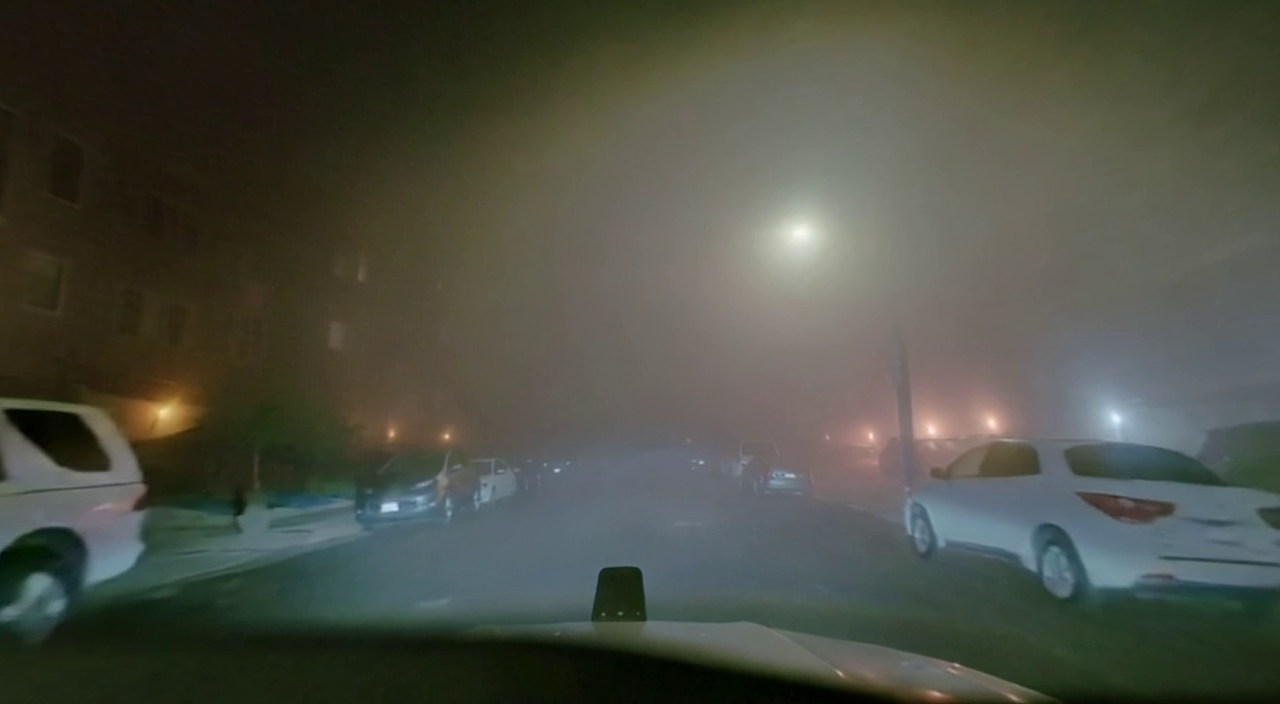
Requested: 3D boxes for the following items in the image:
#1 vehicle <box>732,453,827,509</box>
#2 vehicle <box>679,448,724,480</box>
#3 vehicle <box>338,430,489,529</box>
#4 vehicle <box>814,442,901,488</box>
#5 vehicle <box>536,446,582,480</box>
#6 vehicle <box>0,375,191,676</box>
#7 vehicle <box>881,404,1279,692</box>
[{"bbox_3d":[4.422,4.158,20.877,1.850,1.516,5.066,1,-8,-2],"label":"vehicle"},{"bbox_3d":[4.100,7.575,43.088,2.415,1.963,5.688,1,-8,-1],"label":"vehicle"},{"bbox_3d":[-4.836,2.807,14.224,2.007,1.861,4.101,0,-10,-2],"label":"vehicle"},{"bbox_3d":[9.601,4.976,28.350,2.125,1.716,4.672,0,-6,-1],"label":"vehicle"},{"bbox_3d":[-4.588,6.343,36.330,2.035,1.822,4.348,0,-9,0],"label":"vehicle"},{"bbox_3d":[-5.210,0.979,2.988,2.319,1.902,5.526,-2,-9,-3],"label":"vehicle"},{"bbox_3d":[4.922,1.722,7.084,2.201,1.896,5.632,0,-9,0],"label":"vehicle"}]
